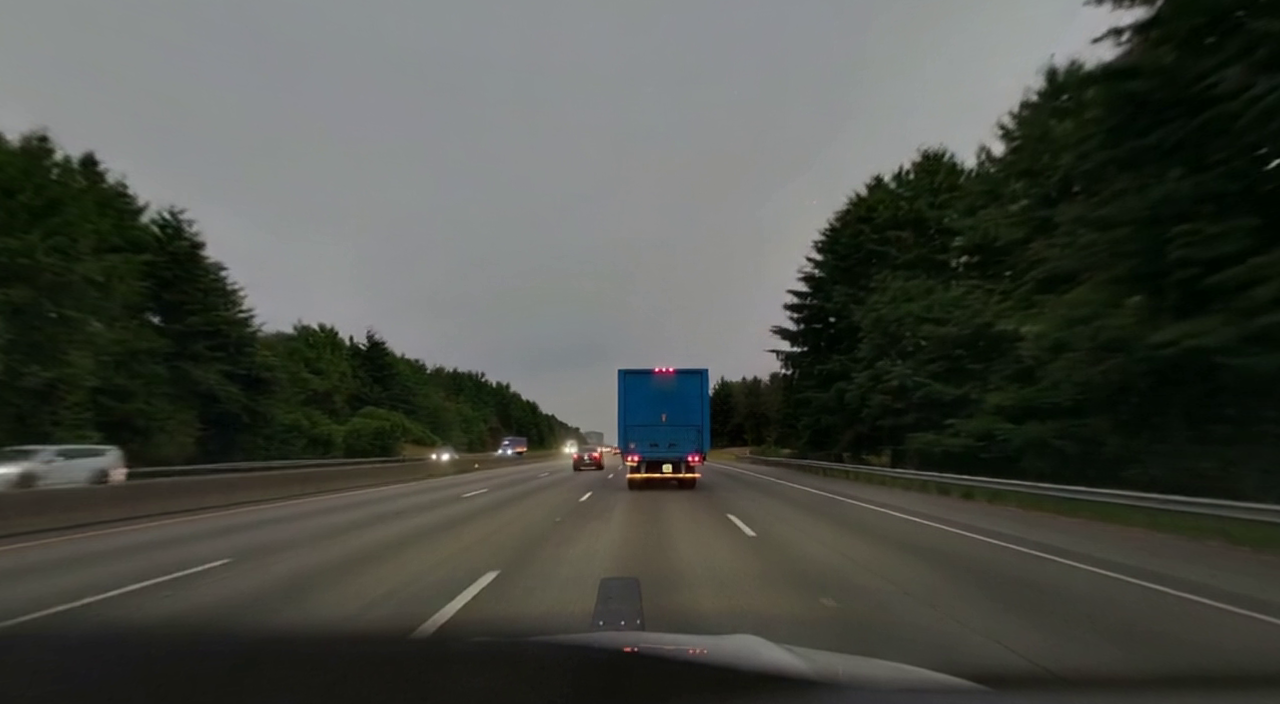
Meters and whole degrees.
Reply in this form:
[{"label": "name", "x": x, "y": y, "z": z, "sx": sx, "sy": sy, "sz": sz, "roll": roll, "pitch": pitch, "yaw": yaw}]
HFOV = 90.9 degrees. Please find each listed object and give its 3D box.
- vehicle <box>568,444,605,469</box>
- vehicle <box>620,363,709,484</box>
[{"label": "vehicle", "x": -3.286, "y": 6.514, "z": 39.480, "sx": 1.985, "sy": 1.482, "sz": 3.923, "roll": 0, "pitch": -9, "yaw": 0}, {"label": "vehicle", "x": 0.770, "y": 3.075, "z": 25.795, "sx": 2.898, "sy": 3.973, "sz": 10.063, "roll": 0, "pitch": -9, "yaw": 0}]
